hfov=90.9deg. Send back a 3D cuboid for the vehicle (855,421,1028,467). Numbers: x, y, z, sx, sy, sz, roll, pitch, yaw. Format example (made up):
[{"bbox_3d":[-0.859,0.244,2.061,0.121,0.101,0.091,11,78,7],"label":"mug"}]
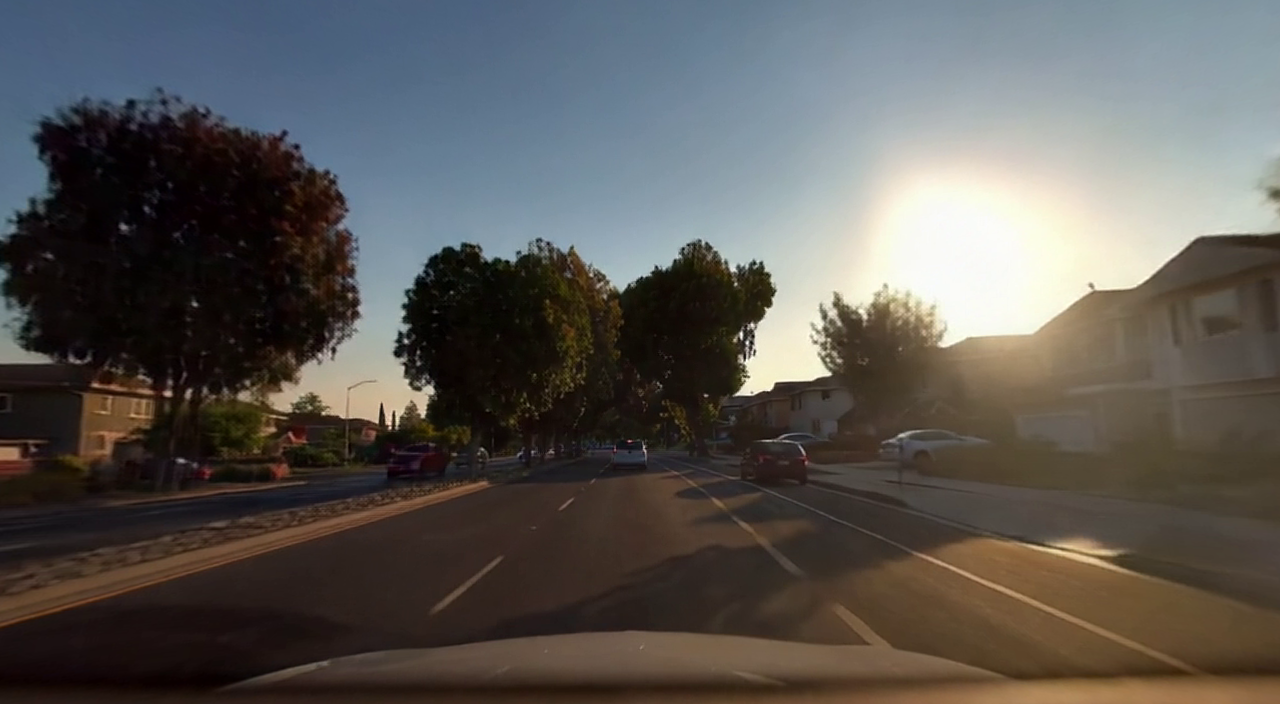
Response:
[{"bbox_3d":[11.607,3.596,24.571,5.538,1.703,2.286,0,-9,0],"label":"vehicle"}]

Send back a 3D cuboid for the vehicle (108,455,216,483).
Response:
[{"bbox_3d":[-27.414,6.702,36.247,4.644,1.541,1.873,0,-8,-2],"label":"vehicle"}]

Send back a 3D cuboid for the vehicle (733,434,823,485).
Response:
[{"bbox_3d":[4.522,3.600,21.414,2.020,1.518,4.255,0,-8,-1],"label":"vehicle"}]

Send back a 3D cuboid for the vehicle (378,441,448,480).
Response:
[{"bbox_3d":[-11.487,5.483,32.235,1.948,1.725,4.443,-3,-8,0],"label":"vehicle"}]

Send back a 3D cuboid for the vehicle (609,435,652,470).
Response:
[{"bbox_3d":[-0.484,5.108,32.132,2.024,1.655,4.301,0,-8,-1],"label":"vehicle"}]
